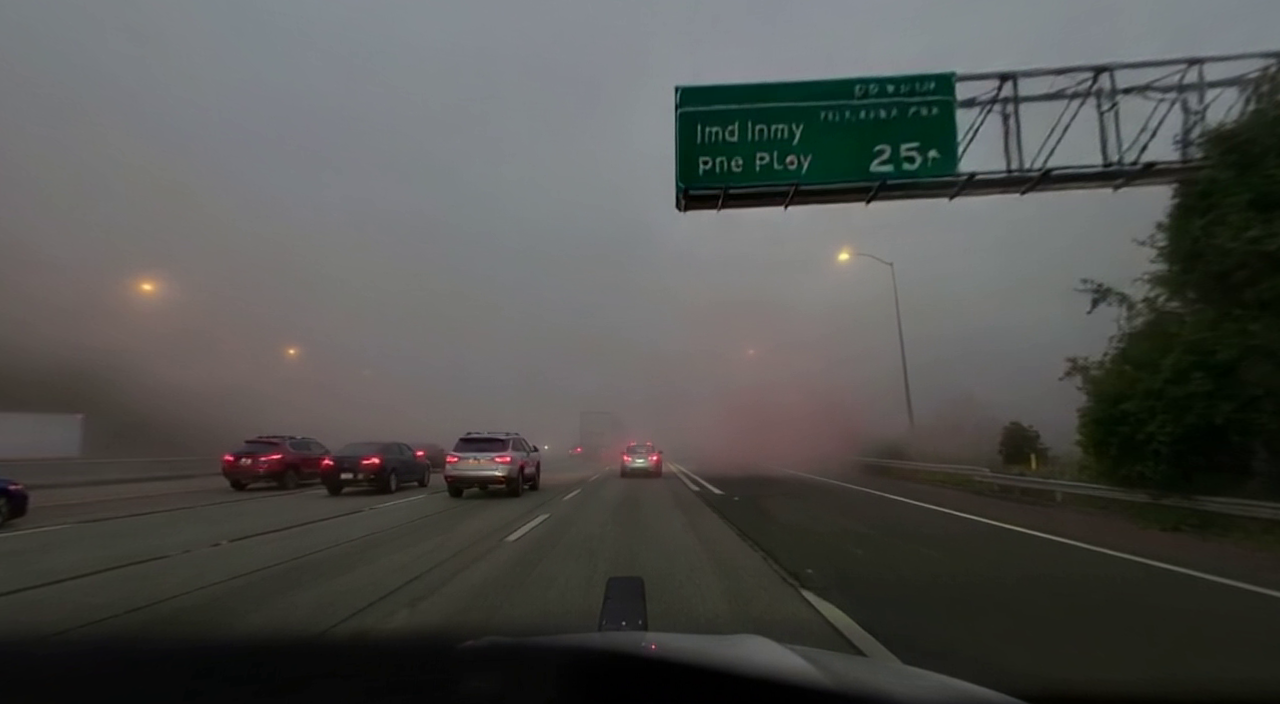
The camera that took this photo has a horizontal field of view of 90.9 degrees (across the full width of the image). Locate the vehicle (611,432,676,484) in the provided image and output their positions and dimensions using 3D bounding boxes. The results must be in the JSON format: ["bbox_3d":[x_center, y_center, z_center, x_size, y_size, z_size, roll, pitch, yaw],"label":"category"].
[{"bbox_3d":[0.162,3.848,23.180,2.180,1.716,3.920,0,-8,1],"label":"vehicle"}]

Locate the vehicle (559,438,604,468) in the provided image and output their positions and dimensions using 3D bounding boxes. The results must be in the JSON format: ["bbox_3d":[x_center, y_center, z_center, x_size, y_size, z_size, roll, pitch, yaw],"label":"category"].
[{"bbox_3d":[-3.528,6.161,38.709,2.243,1.683,4.178,0,-8,1],"label":"vehicle"}]

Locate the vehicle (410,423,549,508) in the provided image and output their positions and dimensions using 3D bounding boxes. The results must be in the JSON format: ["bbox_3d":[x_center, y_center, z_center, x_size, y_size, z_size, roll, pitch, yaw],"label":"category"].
[{"bbox_3d":[-3.726,2.744,15.667,2.125,1.792,4.466,0,-8,2],"label":"vehicle"}]

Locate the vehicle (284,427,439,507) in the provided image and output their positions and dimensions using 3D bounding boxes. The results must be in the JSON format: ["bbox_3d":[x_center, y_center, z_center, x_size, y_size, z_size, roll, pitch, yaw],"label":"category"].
[{"bbox_3d":[-6.947,2.896,16.345,1.998,1.770,4.222,0,-8,1],"label":"vehicle"}]

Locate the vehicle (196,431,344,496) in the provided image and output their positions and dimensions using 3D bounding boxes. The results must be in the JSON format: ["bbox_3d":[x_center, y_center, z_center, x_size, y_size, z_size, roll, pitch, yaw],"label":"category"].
[{"bbox_3d":[-11.123,3.369,19.399,1.871,1.747,4.342,0,-8,1],"label":"vehicle"}]
